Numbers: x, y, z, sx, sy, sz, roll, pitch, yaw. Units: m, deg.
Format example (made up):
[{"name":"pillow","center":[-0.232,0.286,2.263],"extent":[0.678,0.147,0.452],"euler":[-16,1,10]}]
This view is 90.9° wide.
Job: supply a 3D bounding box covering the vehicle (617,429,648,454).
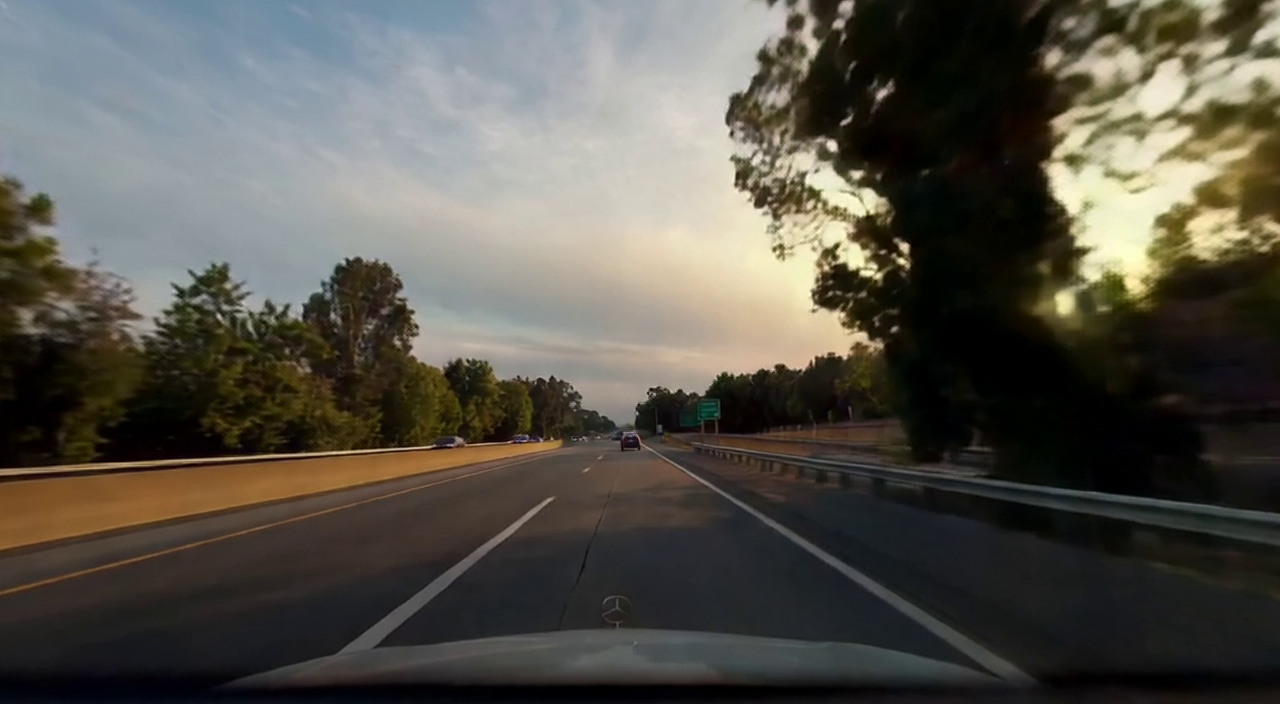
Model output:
[{"name":"vehicle","center":[-0.617,6.939,48.967],"extent":[2.295,1.861,4.564],"euler":[0,-8,-1]}]
